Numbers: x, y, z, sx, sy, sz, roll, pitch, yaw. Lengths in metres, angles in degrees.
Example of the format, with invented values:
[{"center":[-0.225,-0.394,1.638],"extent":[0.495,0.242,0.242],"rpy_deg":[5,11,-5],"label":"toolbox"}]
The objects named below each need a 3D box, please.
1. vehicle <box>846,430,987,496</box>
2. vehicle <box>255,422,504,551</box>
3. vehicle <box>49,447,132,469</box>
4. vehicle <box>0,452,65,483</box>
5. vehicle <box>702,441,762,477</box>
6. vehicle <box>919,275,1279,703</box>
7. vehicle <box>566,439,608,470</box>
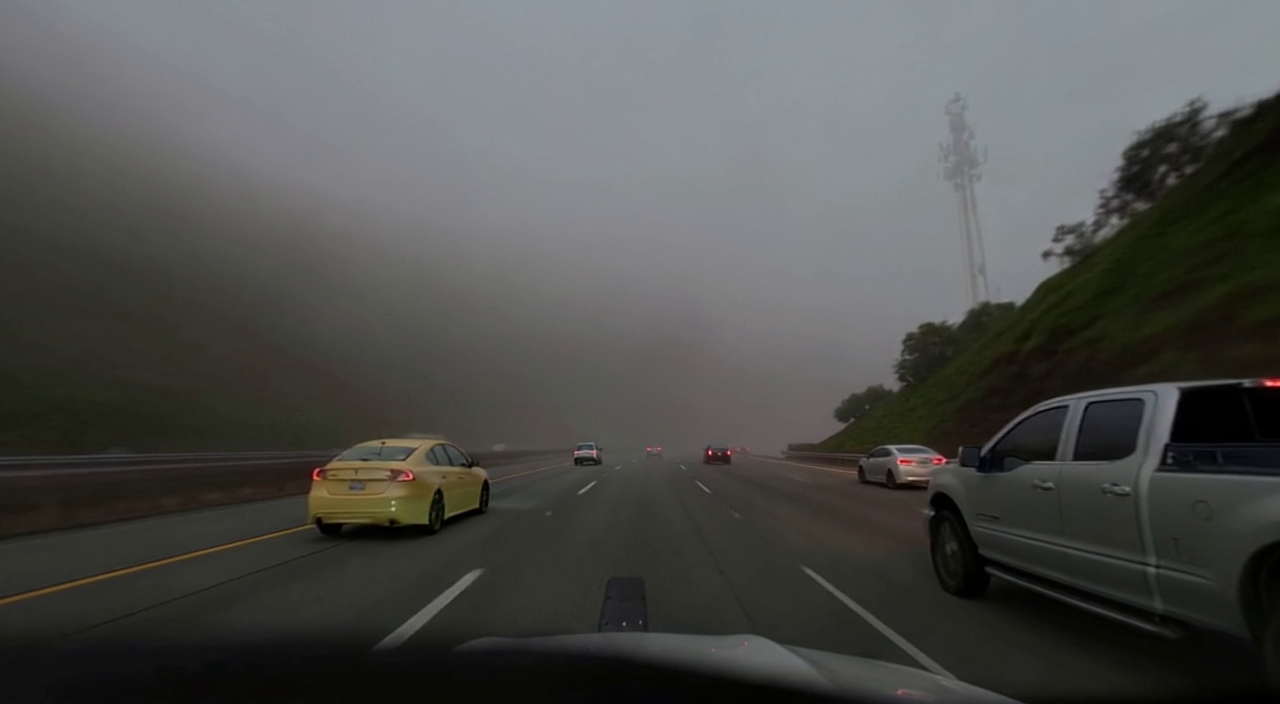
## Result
[{"center":[7.594,3.092,17.926],"extent":[1.986,1.633,4.430],"rpy_deg":[0,-9,0],"label":"vehicle"},{"center":[-3.845,2.069,10.408],"extent":[2.113,1.636,4.494],"rpy_deg":[0,-9,1],"label":"vehicle"},{"center":[-41.134,7.937,47.347],"extent":[1.843,1.548,4.804],"rpy_deg":[0,-9,1],"label":"vehicle"},{"center":[-32.570,5.926,32.428],"extent":[1.717,1.467,4.403],"rpy_deg":[0,-8,2],"label":"vehicle"},{"center":[4.040,4.777,28.401],"extent":[2.046,1.471,4.333],"rpy_deg":[0,-9,0],"label":"vehicle"},{"center":[3.462,0.742,2.780],"extent":[2.098,1.925,5.171],"rpy_deg":[0,-9,1],"label":"vehicle"},{"center":[-3.126,6.130,37.857],"extent":[2.021,1.679,4.310],"rpy_deg":[-1,-9,2],"label":"vehicle"}]
